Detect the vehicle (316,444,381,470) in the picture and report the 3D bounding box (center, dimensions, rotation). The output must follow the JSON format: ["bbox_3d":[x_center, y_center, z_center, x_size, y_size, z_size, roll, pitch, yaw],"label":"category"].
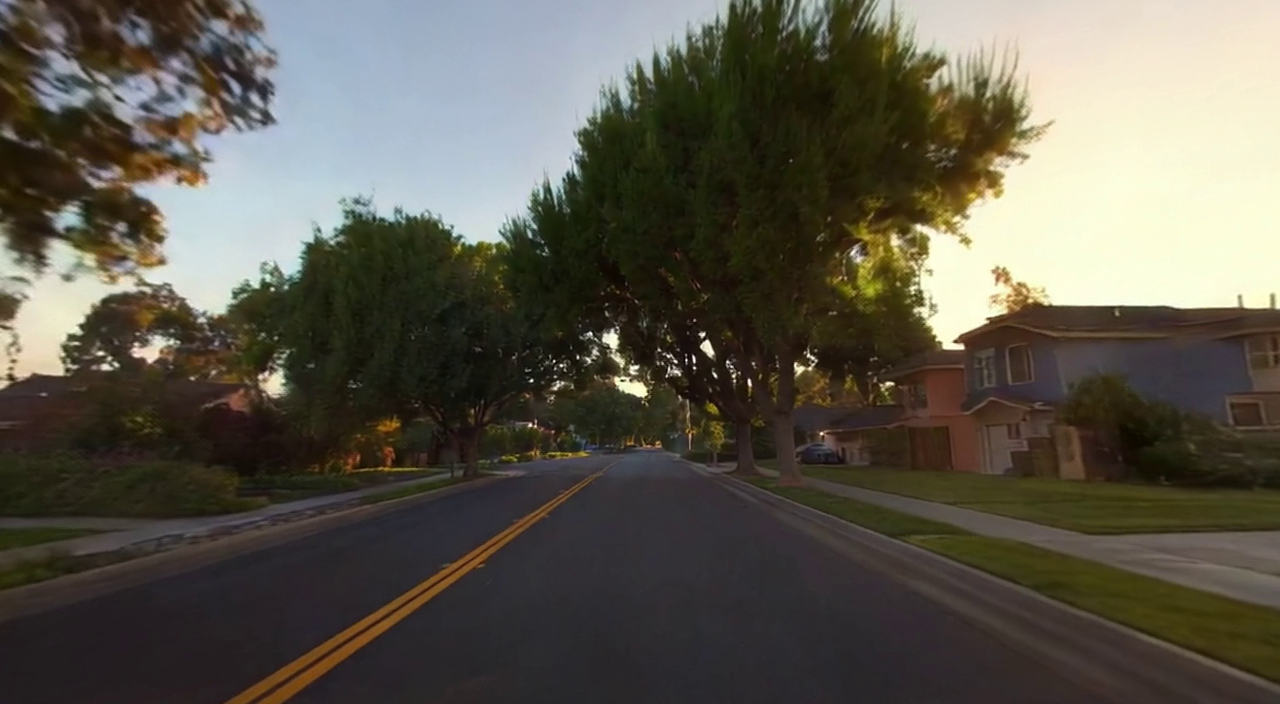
[{"bbox_3d":[-19.673,7.093,42.631,3.834,1.615,1.872,-4,-11,27],"label":"vehicle"}]

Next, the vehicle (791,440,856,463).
[{"bbox_3d":[14.374,7.783,49.469,4.493,1.690,1.944,-5,-10,30],"label":"vehicle"}]
